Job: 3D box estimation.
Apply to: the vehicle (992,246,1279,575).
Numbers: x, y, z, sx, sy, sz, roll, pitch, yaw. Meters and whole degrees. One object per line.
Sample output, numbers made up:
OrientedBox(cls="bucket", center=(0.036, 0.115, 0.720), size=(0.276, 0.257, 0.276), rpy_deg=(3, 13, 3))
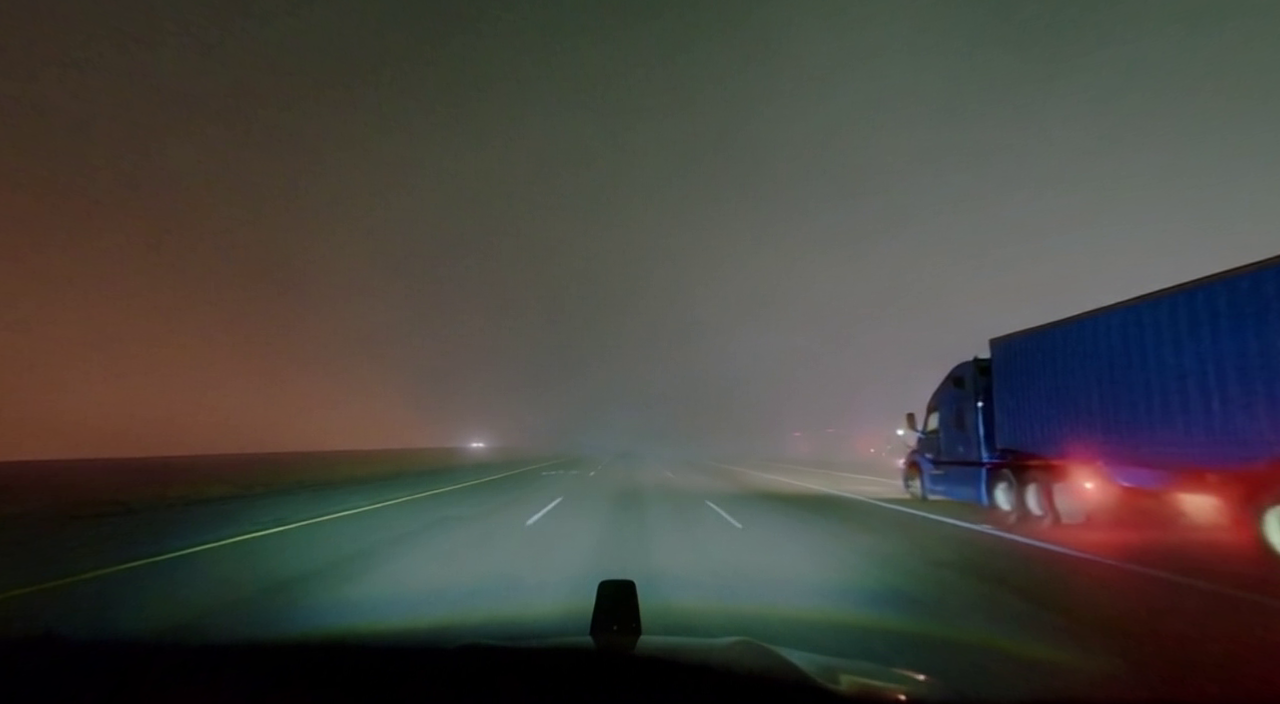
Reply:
OrientedBox(cls="vehicle", center=(7.225, 0.668, 6.745), size=(2.627, 3.011, 7.287), rpy_deg=(0, -8, 0))
